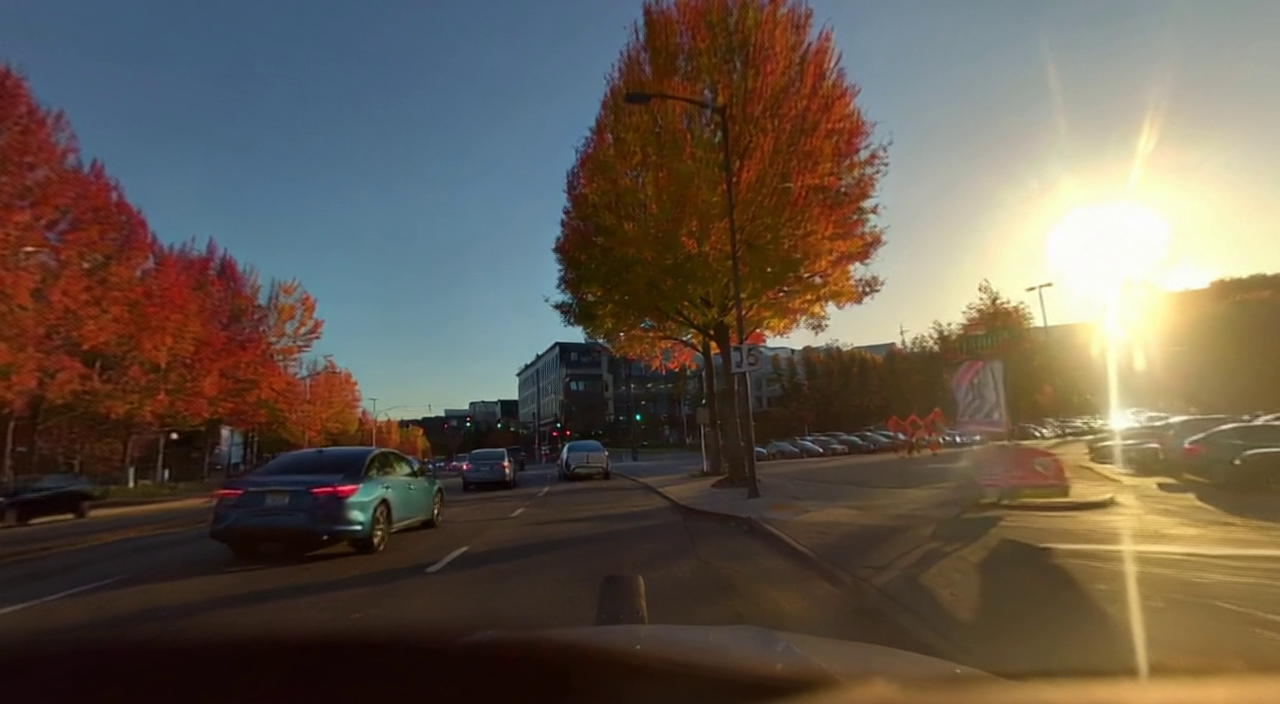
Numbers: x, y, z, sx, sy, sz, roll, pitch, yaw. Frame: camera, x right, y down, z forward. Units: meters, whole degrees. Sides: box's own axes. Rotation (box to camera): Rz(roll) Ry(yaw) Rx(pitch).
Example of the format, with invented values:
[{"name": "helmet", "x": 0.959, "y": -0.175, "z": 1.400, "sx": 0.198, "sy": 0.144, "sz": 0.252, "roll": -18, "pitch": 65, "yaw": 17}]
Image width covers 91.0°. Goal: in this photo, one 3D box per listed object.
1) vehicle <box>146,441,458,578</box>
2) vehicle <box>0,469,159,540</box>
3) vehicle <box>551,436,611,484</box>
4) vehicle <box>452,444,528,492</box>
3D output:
[{"name": "vehicle", "x": -4.590, "y": 2.192, "z": 9.832, "sx": 2.090, "sy": 1.506, "sz": 5.326, "roll": 1, "pitch": -9, "yaw": -2}, {"name": "vehicle", "x": -16.509, "y": 4.185, "z": 17.847, "sx": 1.954, "sy": 1.539, "sz": 4.690, "roll": 1, "pitch": -9, "yaw": 1}, {"name": "vehicle", "x": -2.377, "y": 4.269, "z": 25.117, "sx": 2.144, "sy": 1.704, "sz": 4.028, "roll": 2, "pitch": -9, "yaw": -6}, {"name": "vehicle", "x": -5.287, "y": 4.139, "z": 22.861, "sx": 1.974, "sy": 1.549, "sz": 4.603, "roll": 2, "pitch": -9, "yaw": -5}]
